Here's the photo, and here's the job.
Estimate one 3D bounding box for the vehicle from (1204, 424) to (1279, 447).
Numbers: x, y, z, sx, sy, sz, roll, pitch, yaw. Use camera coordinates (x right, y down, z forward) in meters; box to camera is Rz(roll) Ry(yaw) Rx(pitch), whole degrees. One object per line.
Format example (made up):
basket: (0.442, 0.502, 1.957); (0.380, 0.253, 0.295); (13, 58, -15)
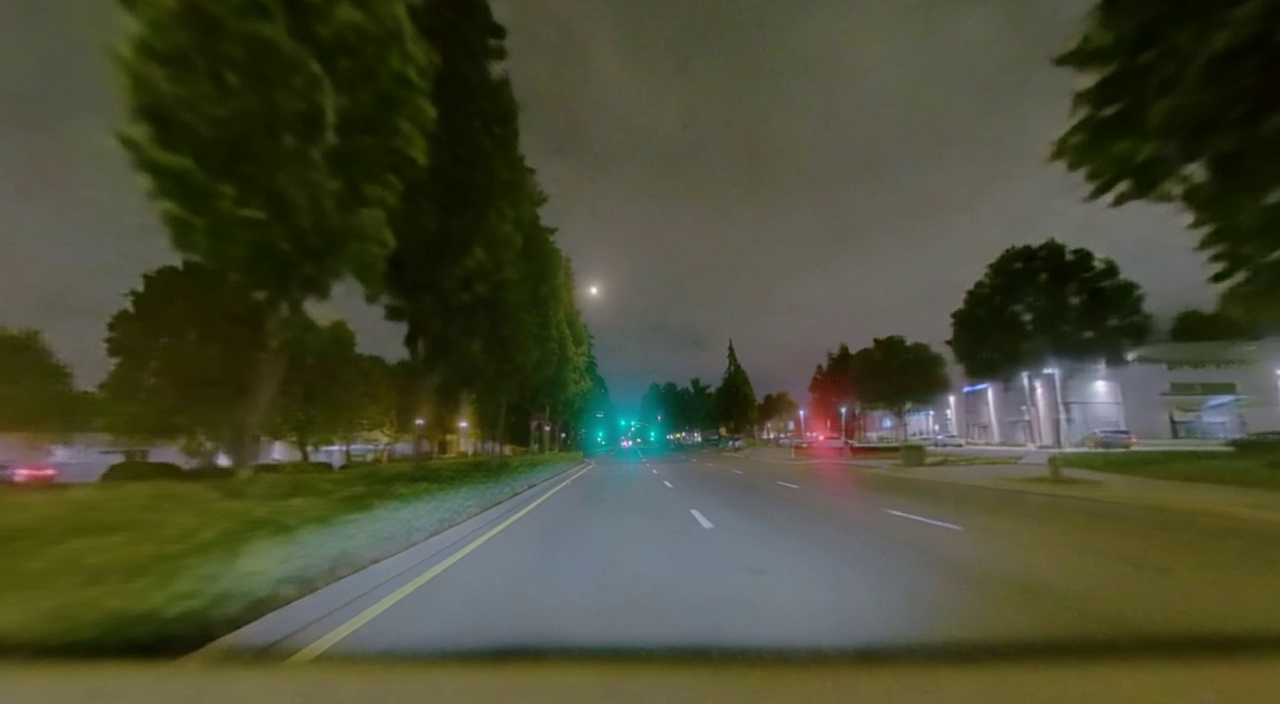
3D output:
vehicle: (40.927, 5.634, 42.316); (1.816, 1.472, 4.822); (0, -9, 0)

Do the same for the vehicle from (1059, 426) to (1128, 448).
vehicle: (35.066, 6.642, 49.024); (1.886, 1.548, 4.605); (0, -9, -1)
